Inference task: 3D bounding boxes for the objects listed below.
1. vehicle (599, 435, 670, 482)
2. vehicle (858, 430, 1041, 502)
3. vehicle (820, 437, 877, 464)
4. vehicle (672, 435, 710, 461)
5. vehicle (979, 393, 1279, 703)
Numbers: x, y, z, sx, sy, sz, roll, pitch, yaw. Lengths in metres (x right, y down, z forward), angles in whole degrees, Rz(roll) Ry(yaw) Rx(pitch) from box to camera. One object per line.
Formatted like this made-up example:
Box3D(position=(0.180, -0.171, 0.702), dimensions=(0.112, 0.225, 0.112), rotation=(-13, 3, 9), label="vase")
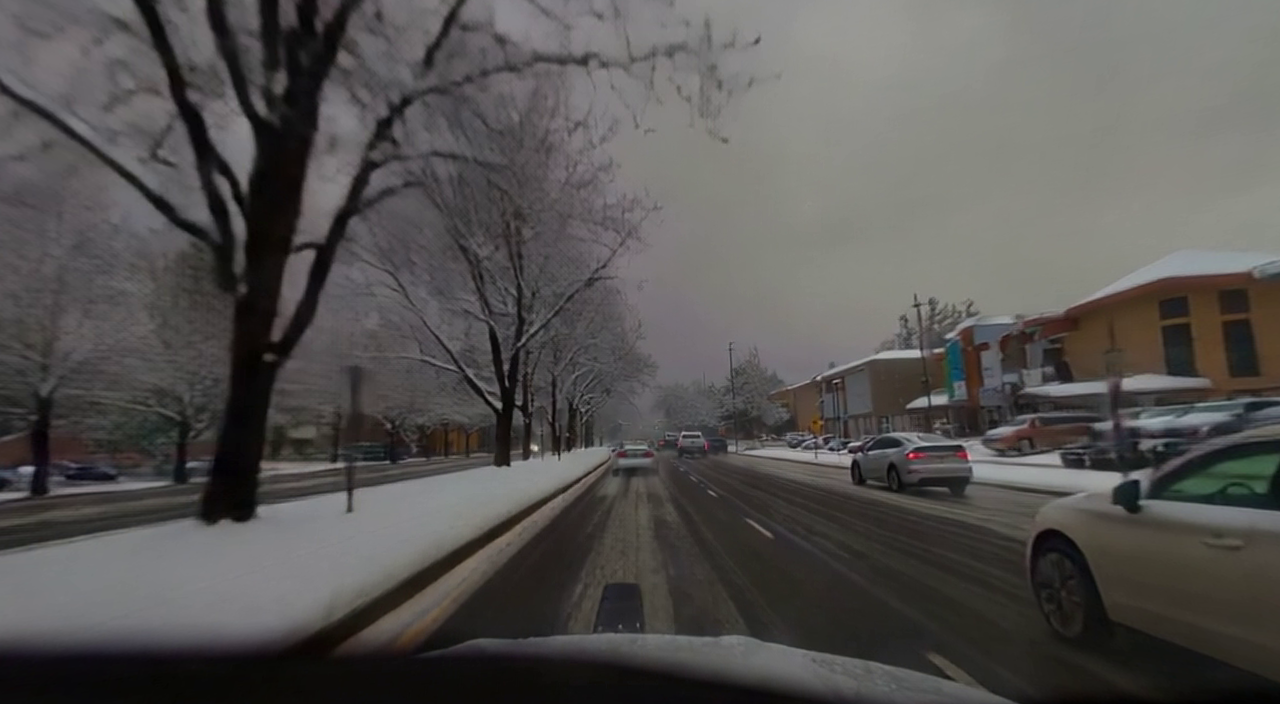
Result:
Box3D(position=(-0.201, 3.780, 22.711), dimensions=(2.289, 1.471, 4.477), rotation=(0, -8, -1), label="vehicle")
Box3D(position=(7.334, 2.748, 15.671), dimensions=(2.111, 1.493, 4.639), rotation=(0, -8, -1), label="vehicle")
Box3D(position=(14.608, 6.948, 44.586), dimensions=(2.205, 1.754, 4.925), rotation=(0, -8, -2), label="vehicle")
Box3D(position=(3.468, 6.687, 44.084), dimensions=(2.188, 1.760, 4.297), rotation=(0, -8, -1), label="vehicle")
Box3D(position=(3.685, 0.923, 2.621), dimensions=(2.094, 1.480, 4.323), rotation=(0, -8, -1), label="vehicle")
